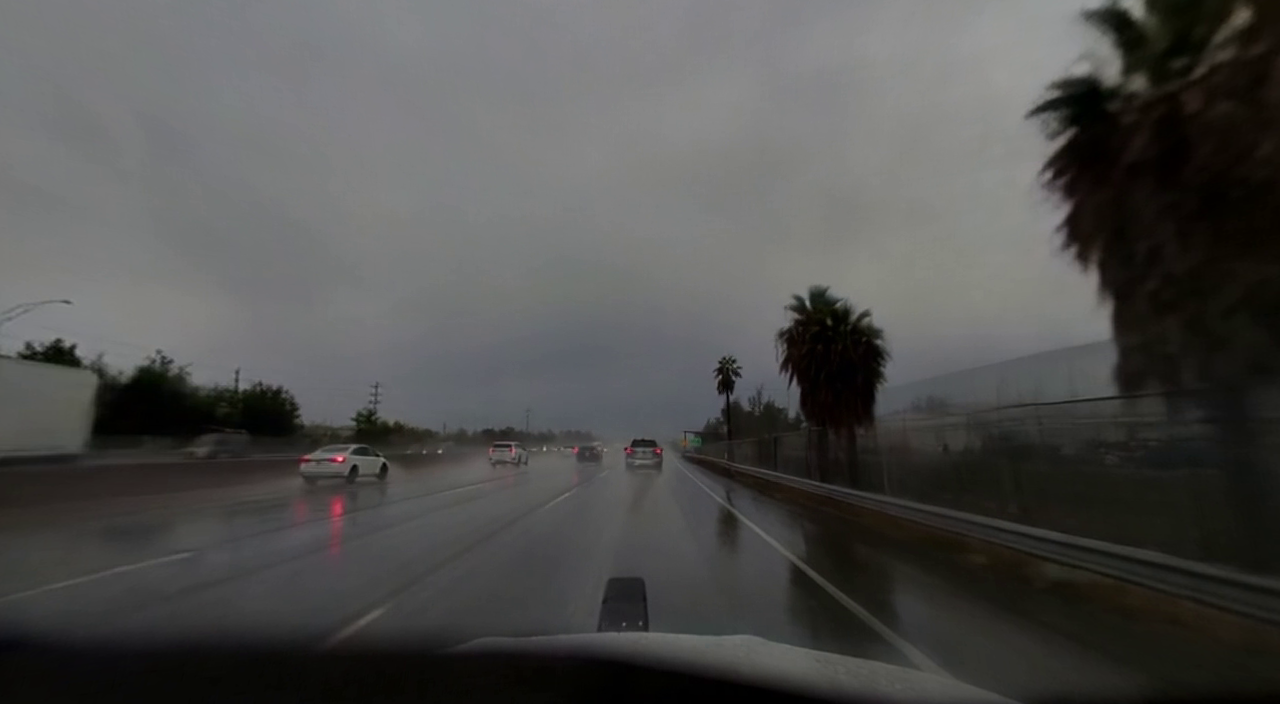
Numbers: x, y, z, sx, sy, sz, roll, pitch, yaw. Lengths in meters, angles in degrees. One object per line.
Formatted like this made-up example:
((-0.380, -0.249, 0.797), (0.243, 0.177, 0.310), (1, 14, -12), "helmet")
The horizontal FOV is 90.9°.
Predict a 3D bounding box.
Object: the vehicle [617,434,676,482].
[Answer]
((0.250, 4.091, 24.588), (2.136, 1.678, 4.052), (0, -8, 1), "vehicle")

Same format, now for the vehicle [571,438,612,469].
((-3.018, 6.426, 40.253), (2.108, 1.832, 4.549), (0, -8, 2), "vehicle")

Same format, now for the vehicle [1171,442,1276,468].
((35.091, 6.194, 38.153), (1.855, 1.490, 4.704), (0, -8, 0), "vehicle")

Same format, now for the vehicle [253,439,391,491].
((-10.418, 3.719, 21.217), (1.910, 1.501, 5.004), (0, -8, 2), "vehicle")

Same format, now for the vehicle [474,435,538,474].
((-6.647, 5.145, 31.858), (2.105, 1.790, 4.689), (0, -8, 2), "vehicle")
